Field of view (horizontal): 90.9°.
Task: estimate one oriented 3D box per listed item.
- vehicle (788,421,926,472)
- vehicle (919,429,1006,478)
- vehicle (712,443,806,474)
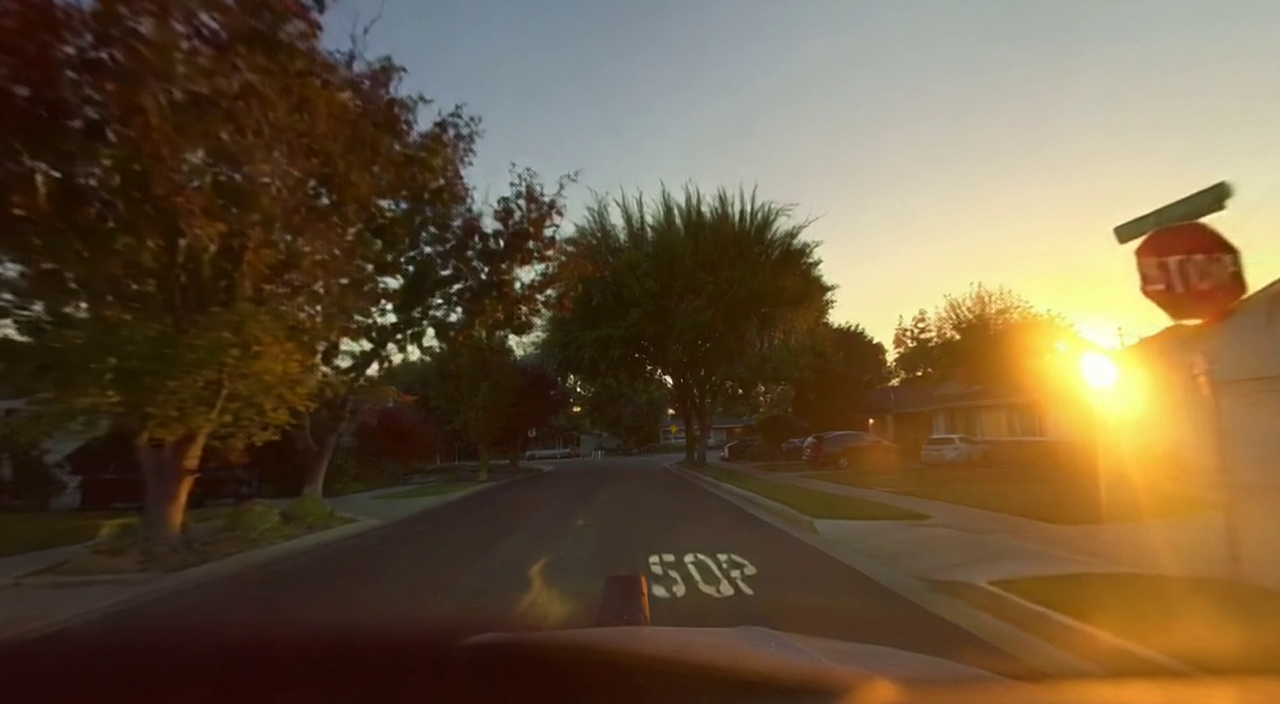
[{"bbox_3d":[9.605,4.240,28.233,5.239,1.933,2.131,-3,-9,-2],"label":"vehicle"},{"bbox_3d":[11.476,3.563,22.245,2.004,1.511,4.494,-7,-11,34],"label":"vehicle"},{"bbox_3d":[5.770,5.235,31.018,4.229,1.402,1.811,0,-9,0],"label":"vehicle"}]
